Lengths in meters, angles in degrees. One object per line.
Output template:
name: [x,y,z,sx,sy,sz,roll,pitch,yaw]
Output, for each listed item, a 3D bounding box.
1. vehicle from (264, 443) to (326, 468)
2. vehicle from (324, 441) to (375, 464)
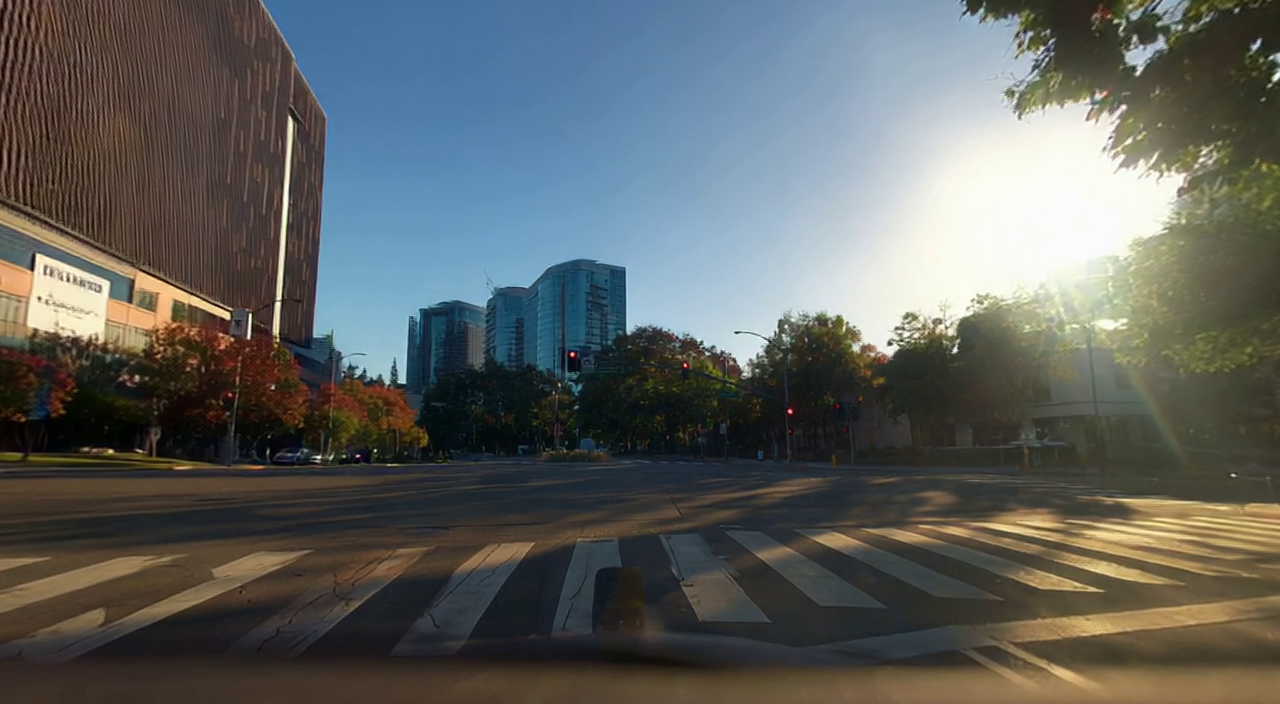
vehicle: [-21.828,6.555,40.145,2.005,1.496,4.020,1,-9,-6]
vehicle: [-22.441,7.775,48.986,2.023,1.706,4.756,1,-9,-6]
